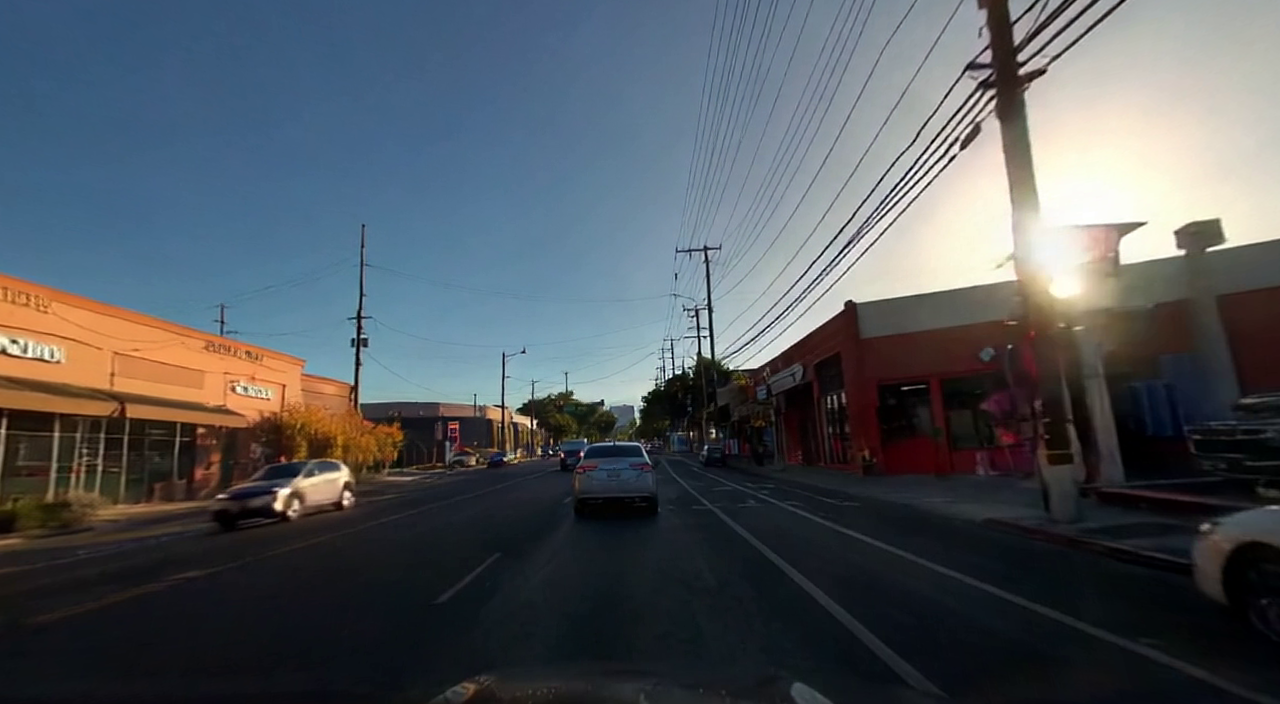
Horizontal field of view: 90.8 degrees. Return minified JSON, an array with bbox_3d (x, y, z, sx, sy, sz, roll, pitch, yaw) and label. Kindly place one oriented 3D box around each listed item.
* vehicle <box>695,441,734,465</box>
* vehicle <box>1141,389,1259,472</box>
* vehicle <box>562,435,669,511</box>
[{"bbox_3d":[4.798,6.575,41.165,1.908,1.470,3.935,0,-8,-2],"label":"vehicle"},{"bbox_3d":[16.872,2.450,19.334,2.183,2.144,5.879,-7,-11,38],"label":"vehicle"},{"bbox_3d":[-0.507,2.708,14.607,2.116,1.479,3.980,0,-8,-1],"label":"vehicle"}]
